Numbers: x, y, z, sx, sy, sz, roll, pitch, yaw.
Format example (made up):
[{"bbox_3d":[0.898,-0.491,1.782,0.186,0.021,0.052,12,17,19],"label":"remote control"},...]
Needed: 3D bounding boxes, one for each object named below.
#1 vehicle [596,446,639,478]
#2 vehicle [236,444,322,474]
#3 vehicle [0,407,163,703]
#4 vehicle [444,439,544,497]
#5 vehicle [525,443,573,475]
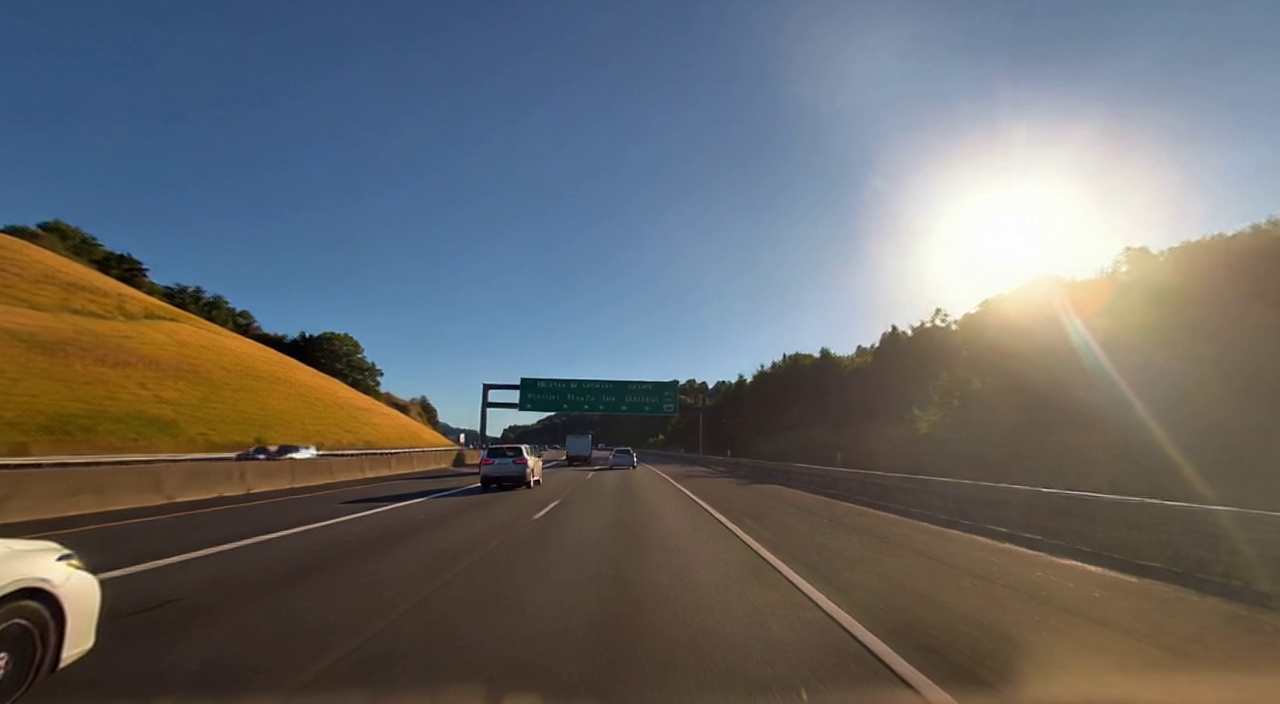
[{"bbox_3d":[-1.129,5.418,31.402,1.988,1.440,4.201,0,-9,-2],"label":"vehicle"},{"bbox_3d":[-19.207,5.707,33.810,2.086,1.473,4.371,0,-9,-1],"label":"vehicle"},{"bbox_3d":[-3.928,0.853,1.886,1.892,1.492,3.940,0,-9,0],"label":"vehicle"},{"bbox_3d":[-4.474,3.622,20.099,2.208,1.619,4.162,0,-9,0],"label":"vehicle"},{"bbox_3d":[-4.960,5.876,34.840,2.118,1.624,4.032,0,-9,-1],"label":"vehicle"}]
